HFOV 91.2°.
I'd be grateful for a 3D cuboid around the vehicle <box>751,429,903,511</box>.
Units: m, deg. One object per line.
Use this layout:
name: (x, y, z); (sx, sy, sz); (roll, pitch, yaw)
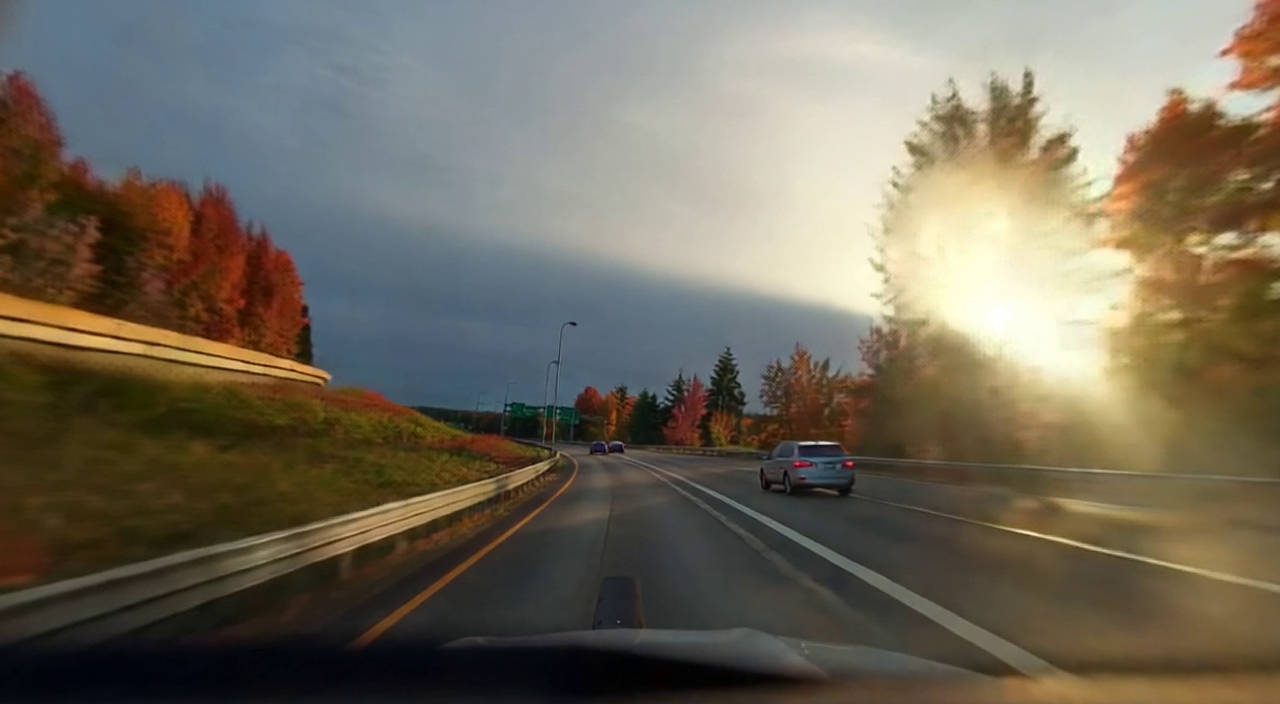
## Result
vehicle: (3.978, 2.583, 14.132); (1.952, 1.536, 4.036); (0, -9, -4)
